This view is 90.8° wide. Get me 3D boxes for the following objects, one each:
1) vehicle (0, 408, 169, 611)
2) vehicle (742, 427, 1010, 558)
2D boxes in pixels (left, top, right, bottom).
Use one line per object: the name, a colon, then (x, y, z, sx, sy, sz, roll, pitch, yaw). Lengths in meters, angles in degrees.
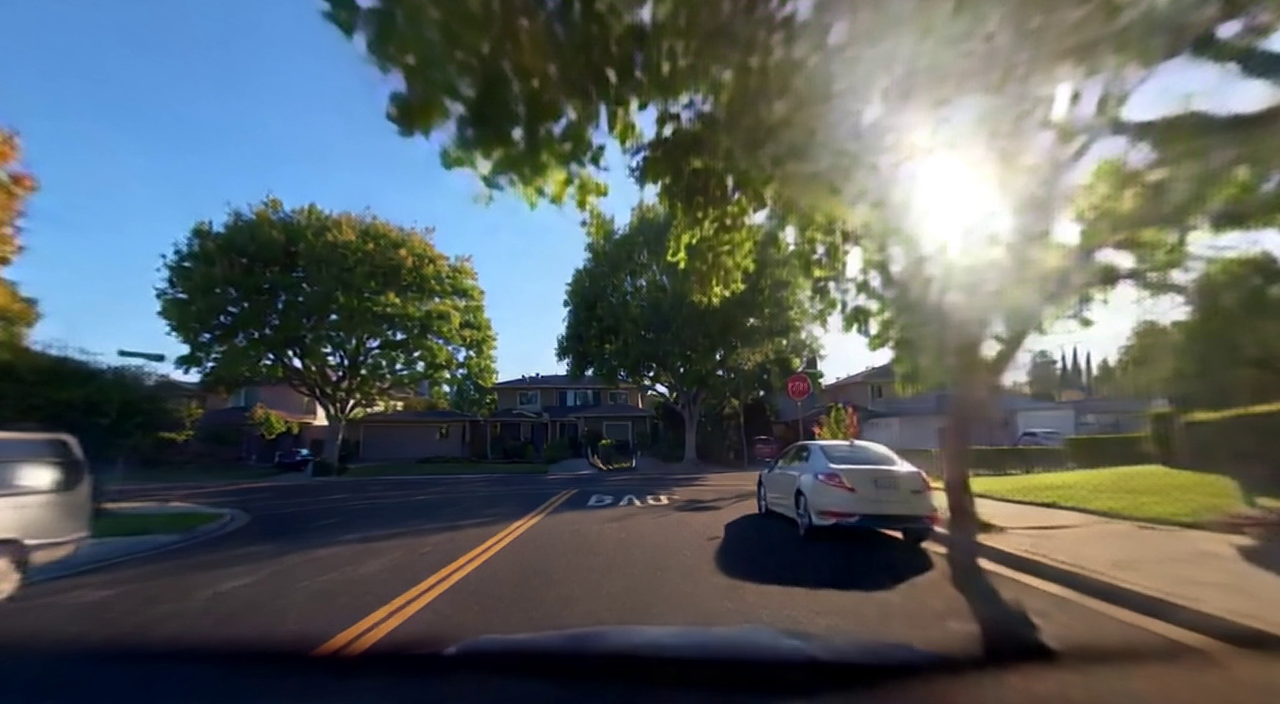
vehicle: (-6.902, 1.350, 4.881, 2.225, 1.817, 5.731, -2, -8, -1)
vehicle: (3.072, 1.943, 9.555, 2.167, 1.479, 4.597, 0, -8, -2)
